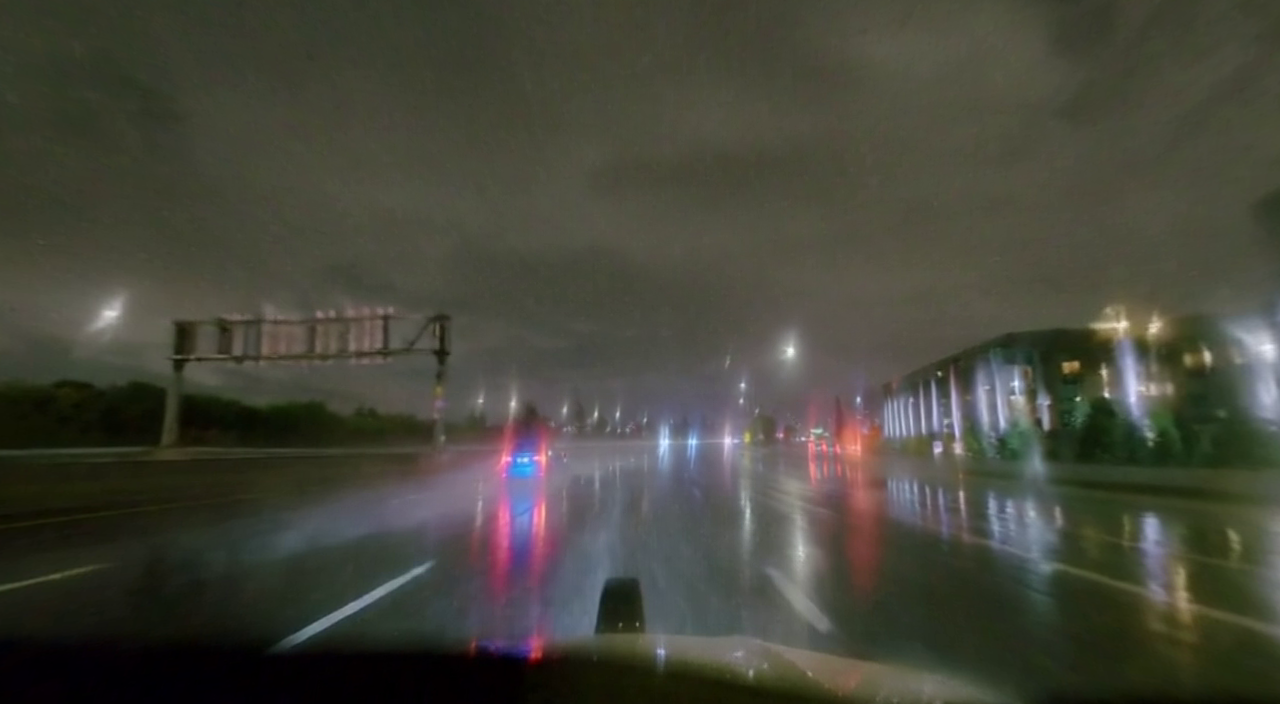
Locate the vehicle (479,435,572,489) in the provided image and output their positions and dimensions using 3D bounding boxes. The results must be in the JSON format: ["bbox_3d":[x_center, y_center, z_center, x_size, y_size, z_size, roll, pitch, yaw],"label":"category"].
[{"bbox_3d":[-3.630,3.583,20.995,2.087,1.566,4.756,0,-8,2],"label":"vehicle"}]
